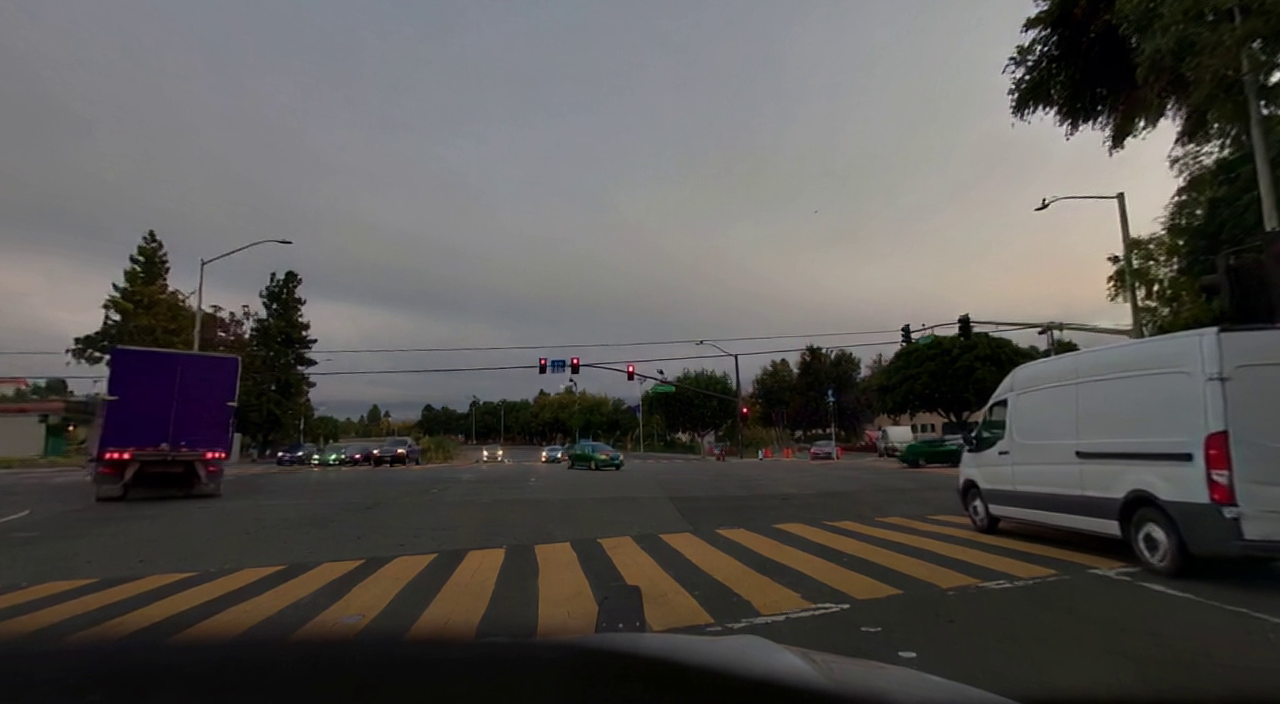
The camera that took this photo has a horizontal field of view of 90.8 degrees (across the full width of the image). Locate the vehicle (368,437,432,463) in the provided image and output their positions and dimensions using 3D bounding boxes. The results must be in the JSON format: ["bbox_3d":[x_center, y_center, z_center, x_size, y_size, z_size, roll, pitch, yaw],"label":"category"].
[{"bbox_3d":[-17.380,7.148,45.996,2.189,1.753,4.785,-1,-9,8],"label":"vehicle"}]

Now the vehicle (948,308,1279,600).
[{"bbox_3d":[6.546,1.250,8.072,2.332,2.511,5.326,0,-9,-2],"label":"vehicle"}]

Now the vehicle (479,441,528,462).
[{"bbox_3d":[-10.145,7.466,47.388,2.097,1.484,4.596,-1,-9,7],"label":"vehicle"}]

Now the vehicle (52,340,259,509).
[{"bbox_3d":[-11.674,1.908,15.821,3.112,3.230,6.726,6,-10,-33],"label":"vehicle"}]

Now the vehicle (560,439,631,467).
[{"bbox_3d":[-2.709,5.974,37.485,2.086,1.487,4.846,5,-10,-32],"label":"vehicle"}]

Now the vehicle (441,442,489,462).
[{"bbox_3d":[-13.183,7.593,47.853,1.845,1.426,4.289,-1,-9,8],"label":"vehicle"}]

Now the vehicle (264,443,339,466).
[{"bbox_3d":[-21.829,6.641,40.992,1.859,1.415,4.591,-1,-9,8],"label":"vehicle"}]

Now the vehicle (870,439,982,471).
[{"bbox_3d":[13.671,4.928,30.345,4.487,1.415,1.911,1,-9,-7],"label":"vehicle"}]
